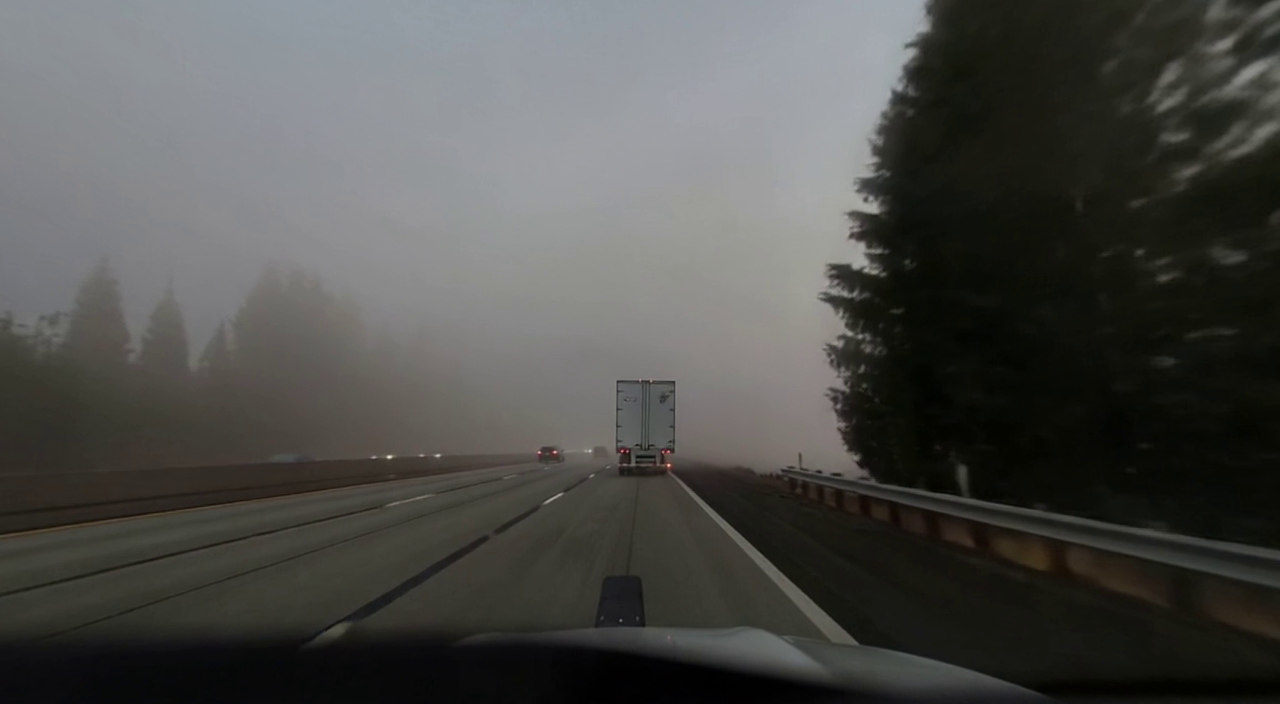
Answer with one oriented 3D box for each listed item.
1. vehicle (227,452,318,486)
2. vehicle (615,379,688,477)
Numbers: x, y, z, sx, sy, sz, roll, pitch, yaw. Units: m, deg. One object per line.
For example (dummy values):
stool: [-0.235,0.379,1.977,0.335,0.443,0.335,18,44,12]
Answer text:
vehicle: [-18.061,5.726,31.174,1.805,1.520,4.389,0,-9,1]
vehicle: [0.380,4.032,32.264,3.052,4.132,11.336,0,-9,-1]
